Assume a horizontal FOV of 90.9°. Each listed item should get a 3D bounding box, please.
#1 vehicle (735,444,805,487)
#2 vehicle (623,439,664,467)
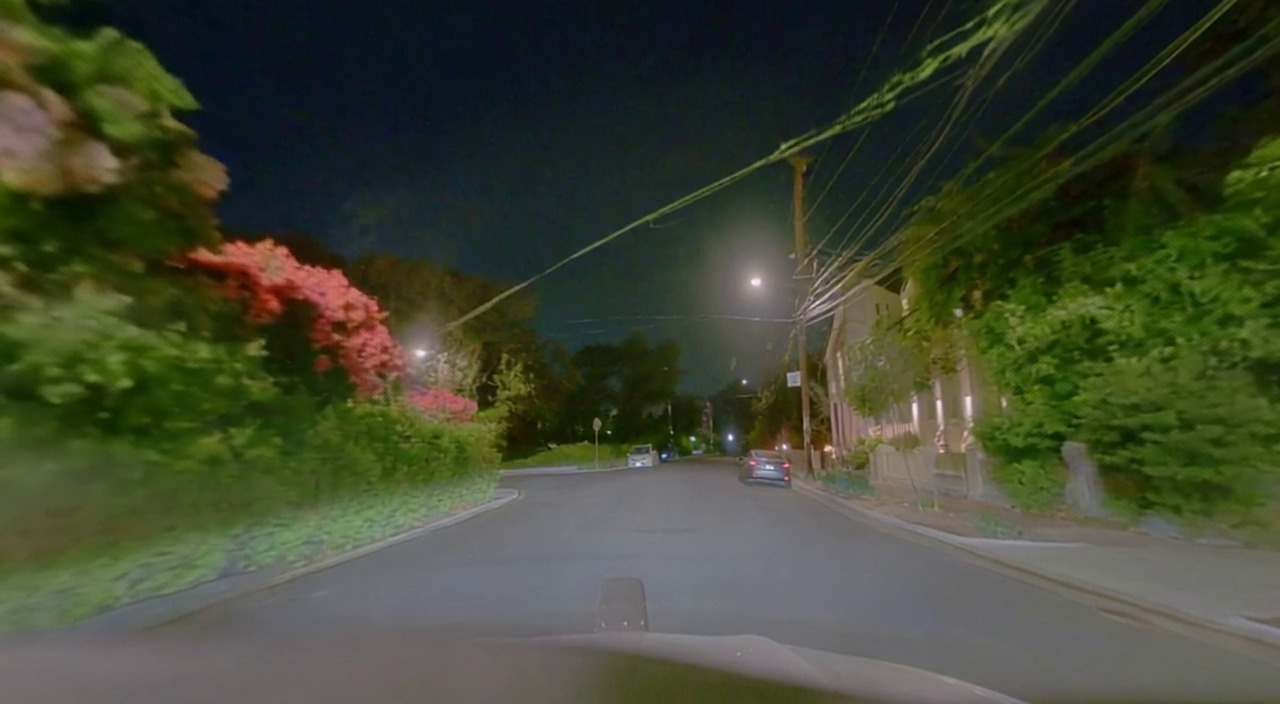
[{"bbox_3d":[4.991,4.418,24.898,2.151,1.468,5.066,-1,-9,5],"label":"vehicle"},{"bbox_3d":[0.350,7.673,47.860,2.463,1.951,5.794,-2,-9,6],"label":"vehicle"}]
